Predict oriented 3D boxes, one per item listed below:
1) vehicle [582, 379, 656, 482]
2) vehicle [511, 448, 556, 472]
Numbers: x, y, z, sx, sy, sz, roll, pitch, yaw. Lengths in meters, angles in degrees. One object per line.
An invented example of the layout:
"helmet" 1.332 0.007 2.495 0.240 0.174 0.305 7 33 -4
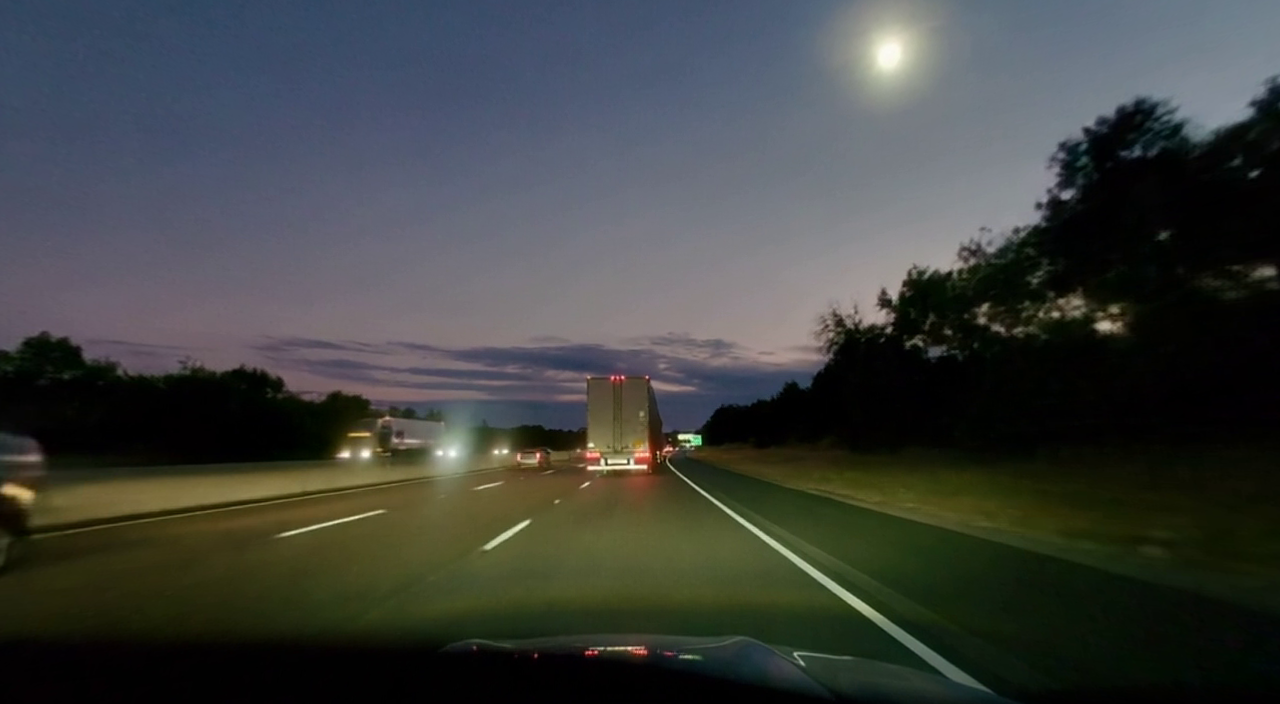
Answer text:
"vehicle" -0.674 4.226 32.512 2.851 4.098 14.436 -1 -9 2
"vehicle" -6.660 6.788 39.827 1.967 1.420 4.473 0 -9 1
